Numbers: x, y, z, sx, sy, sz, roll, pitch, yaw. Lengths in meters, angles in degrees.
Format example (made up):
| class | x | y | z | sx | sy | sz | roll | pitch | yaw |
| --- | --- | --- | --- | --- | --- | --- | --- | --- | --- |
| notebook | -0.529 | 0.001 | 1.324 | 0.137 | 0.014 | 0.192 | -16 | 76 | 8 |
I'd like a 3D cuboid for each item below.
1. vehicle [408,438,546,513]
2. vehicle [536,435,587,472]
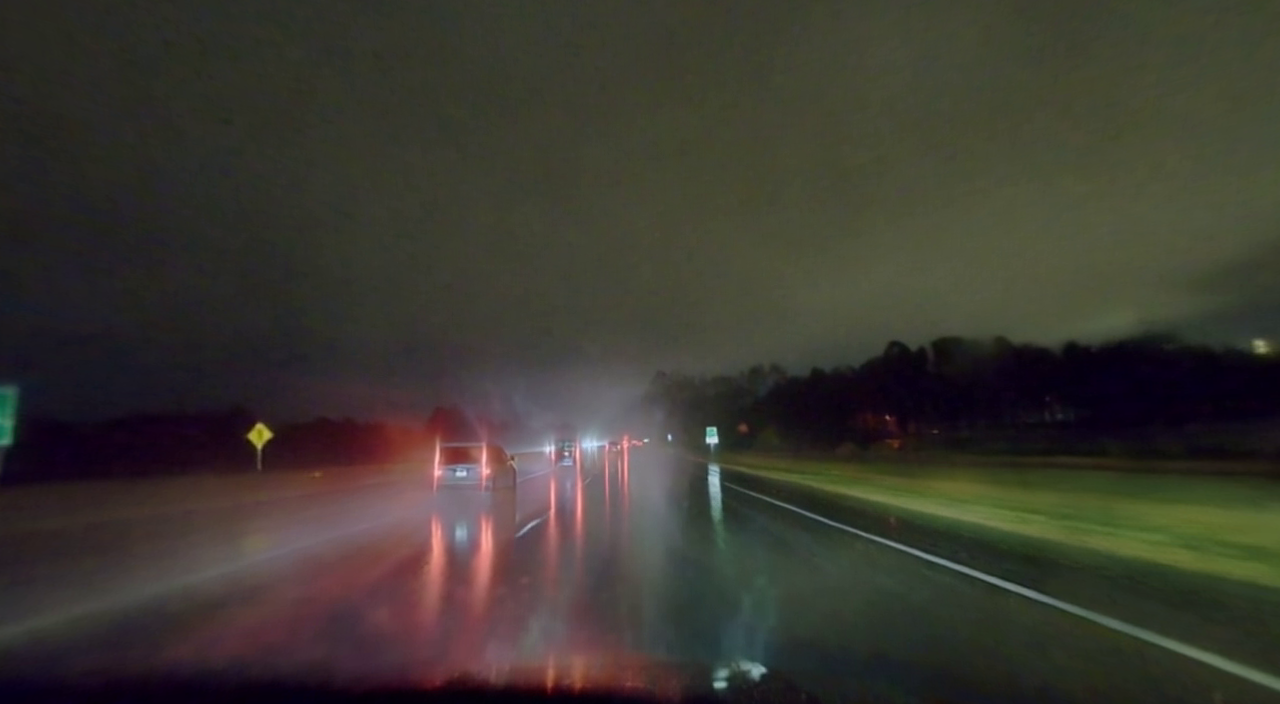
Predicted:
| class | x | y | z | sx | sy | sz | roll | pitch | yaw |
| --- | --- | --- | --- | --- | --- | --- | --- | --- | --- |
| vehicle | -3.698 | 2.890 | 15.267 | 2.044 | 1.527 | 4.607 | 0 | -9 | 1 |
| vehicle | -4.206 | 5.552 | 34.609 | 2.177 | 1.852 | 4.427 | 0 | -9 | 1 |
